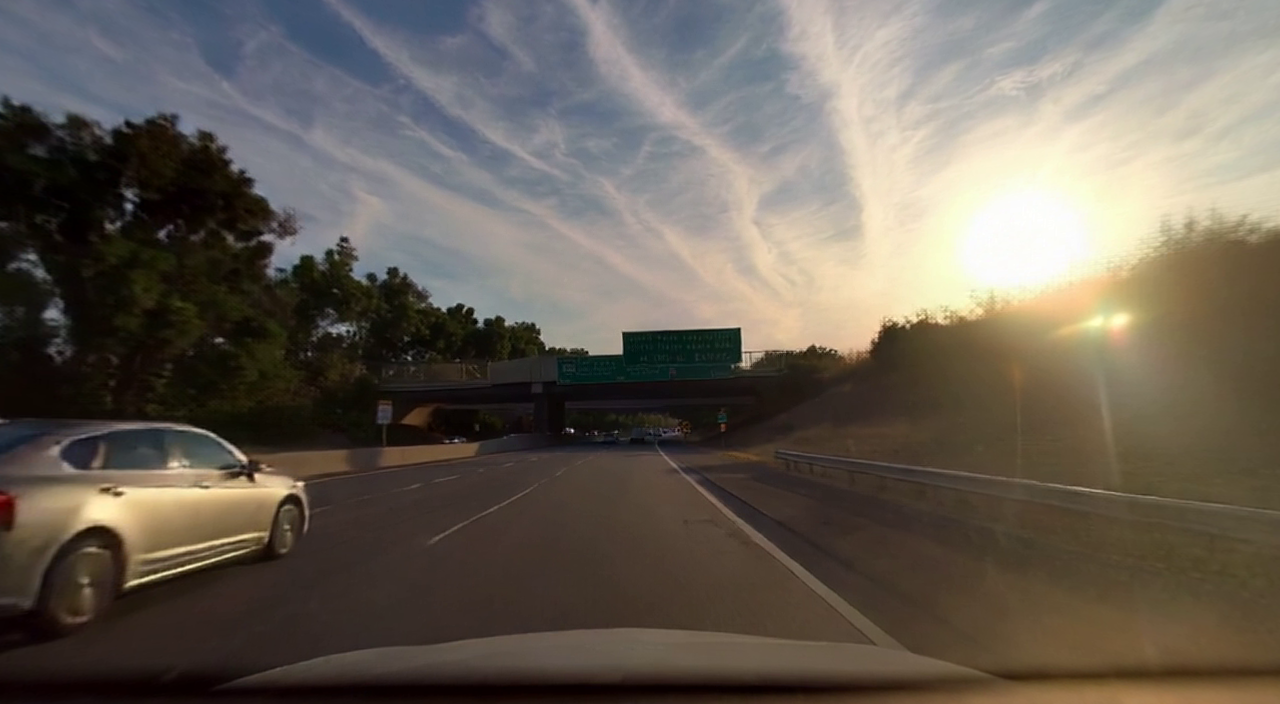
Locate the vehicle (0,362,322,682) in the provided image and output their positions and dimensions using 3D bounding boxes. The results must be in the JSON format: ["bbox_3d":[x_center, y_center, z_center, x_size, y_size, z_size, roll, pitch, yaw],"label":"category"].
[{"bbox_3d":[-4.321,1.003,4.226,2.052,1.626,4.514,0,-8,-1],"label":"vehicle"}]
